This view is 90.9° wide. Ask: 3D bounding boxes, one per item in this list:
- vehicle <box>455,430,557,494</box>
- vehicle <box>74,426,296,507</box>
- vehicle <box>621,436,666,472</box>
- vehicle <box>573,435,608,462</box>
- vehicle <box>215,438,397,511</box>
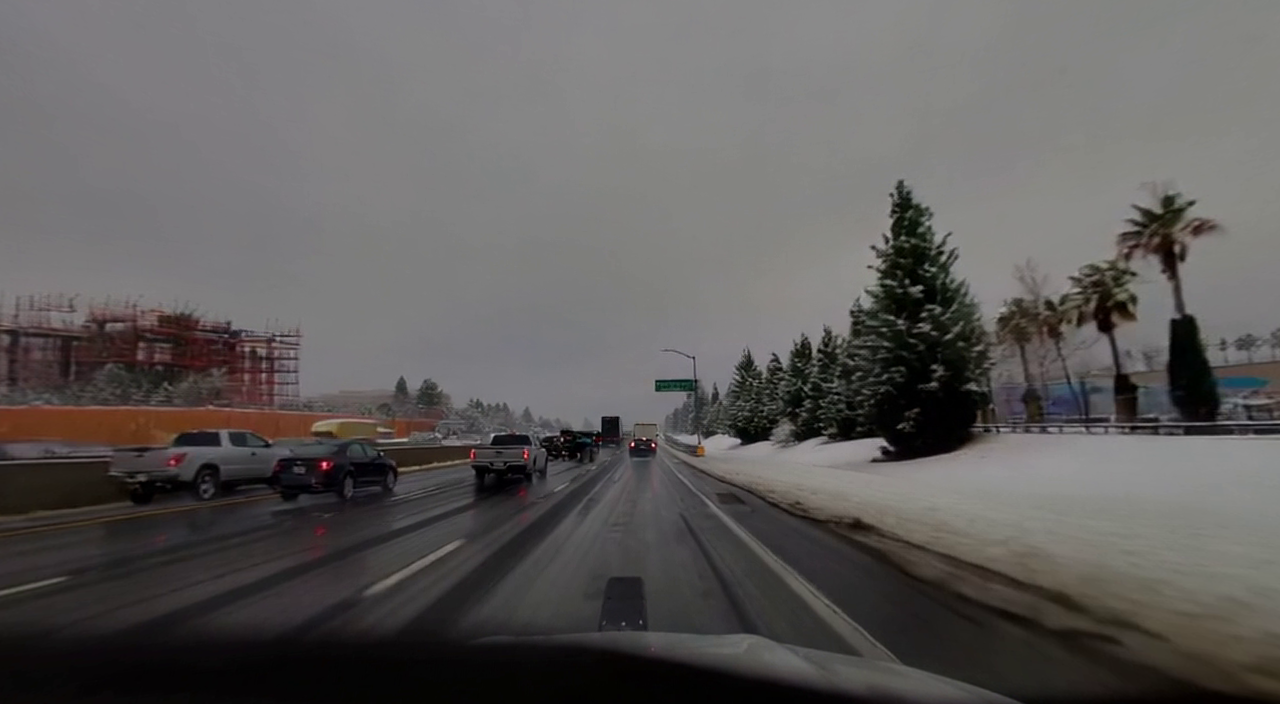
[{"bbox_3d":[-3.994,3.365,19.709,2.108,1.740,4.549,0,-8,1],"label":"vehicle"},{"bbox_3d":[-11.763,2.975,16.927,2.077,1.829,5.101,0,-8,1],"label":"vehicle"},{"bbox_3d":[0.181,5.196,32.279,2.136,1.678,4.052,0,-8,1],"label":"vehicle"},{"bbox_3d":[-3.725,7.355,48.179,2.203,1.958,4.848,0,-8,1],"label":"vehicle"},{"bbox_3d":[-7.745,2.855,15.246,1.949,1.476,4.410,0,-8,1],"label":"vehicle"}]
